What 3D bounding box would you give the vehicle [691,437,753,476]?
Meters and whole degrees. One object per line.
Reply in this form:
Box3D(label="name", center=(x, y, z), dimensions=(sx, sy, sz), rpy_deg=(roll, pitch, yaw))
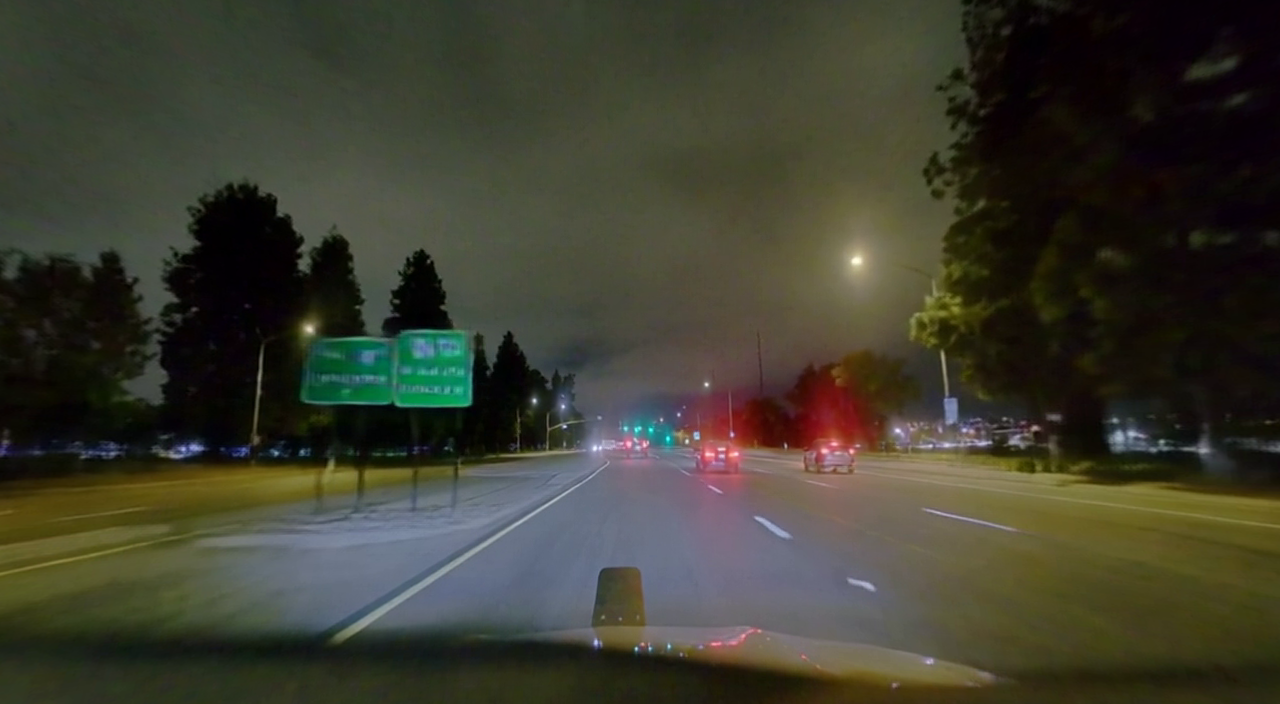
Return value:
Box3D(label="vehicle", center=(3.414, 4.444, 27.134), dimensions=(1.948, 1.479, 4.620), rpy_deg=(0, -8, -1))
